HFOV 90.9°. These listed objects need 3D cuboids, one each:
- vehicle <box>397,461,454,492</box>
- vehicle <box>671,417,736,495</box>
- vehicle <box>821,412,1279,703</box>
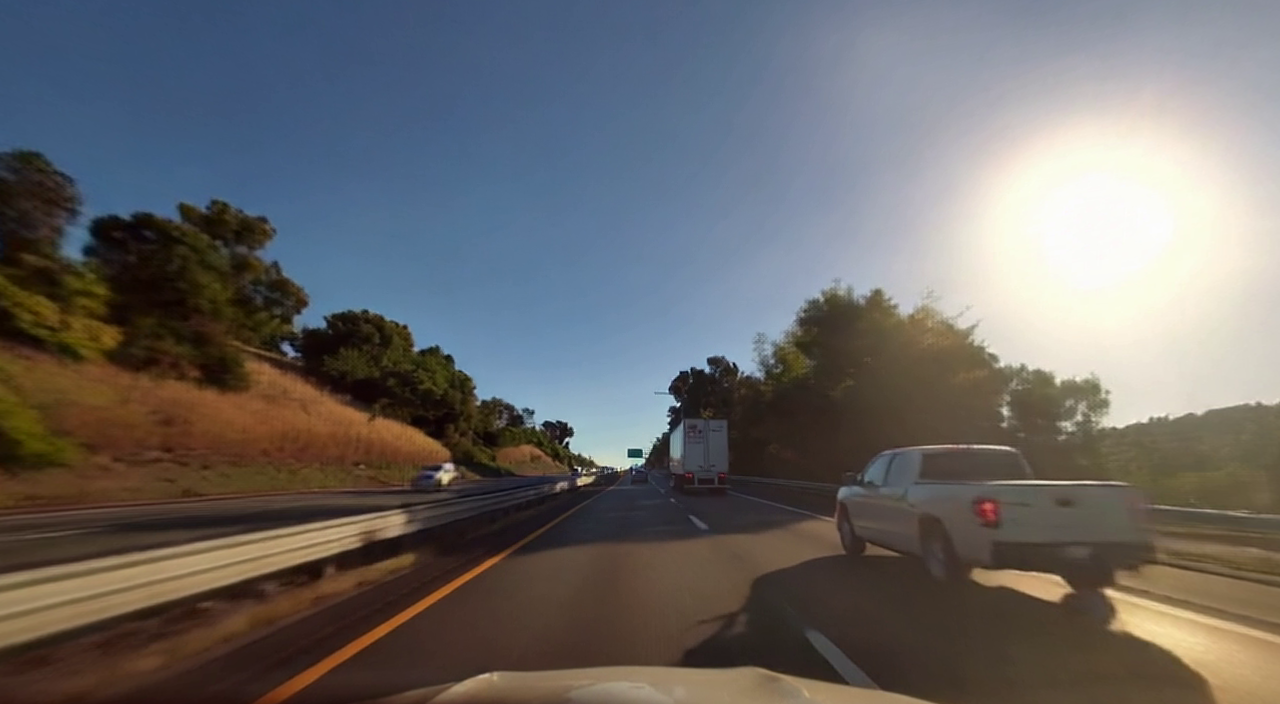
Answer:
[{"bbox_3d":[-12.953,7.539,38.305,1.912,1.695,4.292,1,-10,0],"label":"vehicle"},{"bbox_3d":[3.751,6.816,40.727,2.863,4.088,14.040,1,-10,1],"label":"vehicle"},{"bbox_3d":[3.471,1.614,5.923,2.124,1.662,4.641,1,-10,-1],"label":"vehicle"}]
